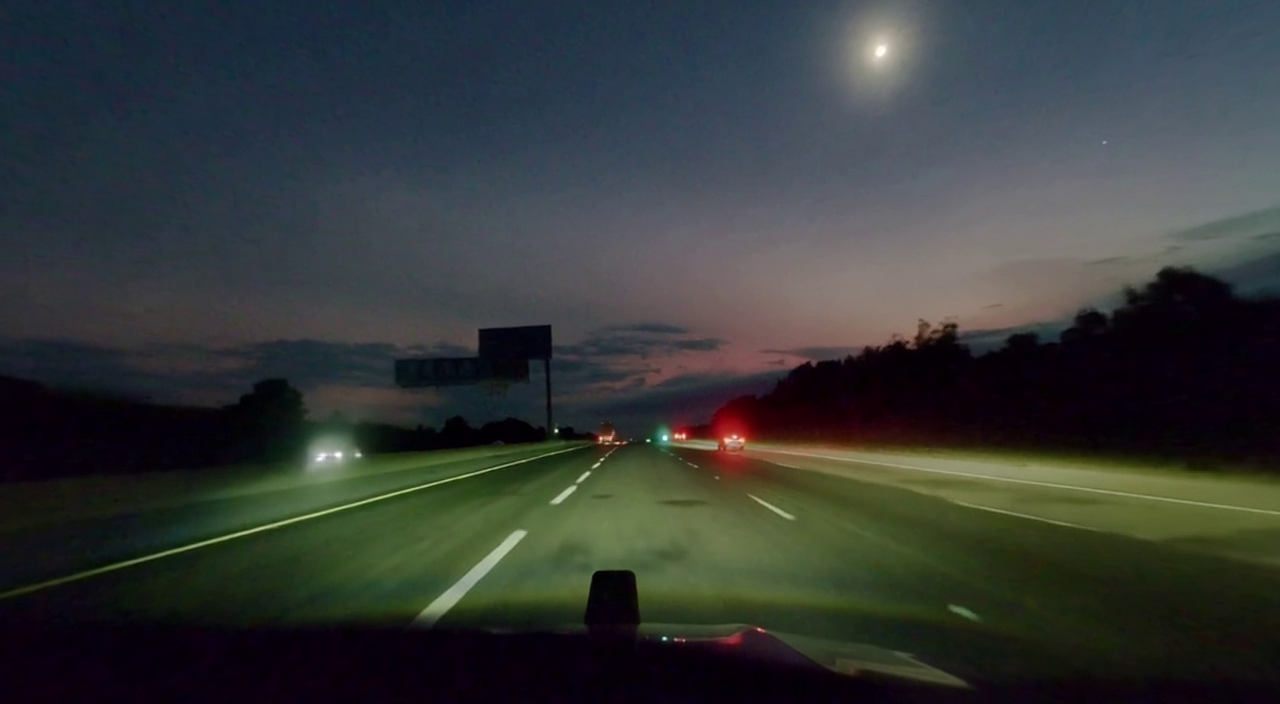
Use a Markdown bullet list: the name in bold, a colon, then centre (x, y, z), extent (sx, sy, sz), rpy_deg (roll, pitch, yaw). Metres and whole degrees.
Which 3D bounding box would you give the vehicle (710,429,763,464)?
- **vehicle**: centre (4.413, 4.360, 29.300), extent (1.802, 1.492, 3.804), rpy_deg (0, -8, -1)
